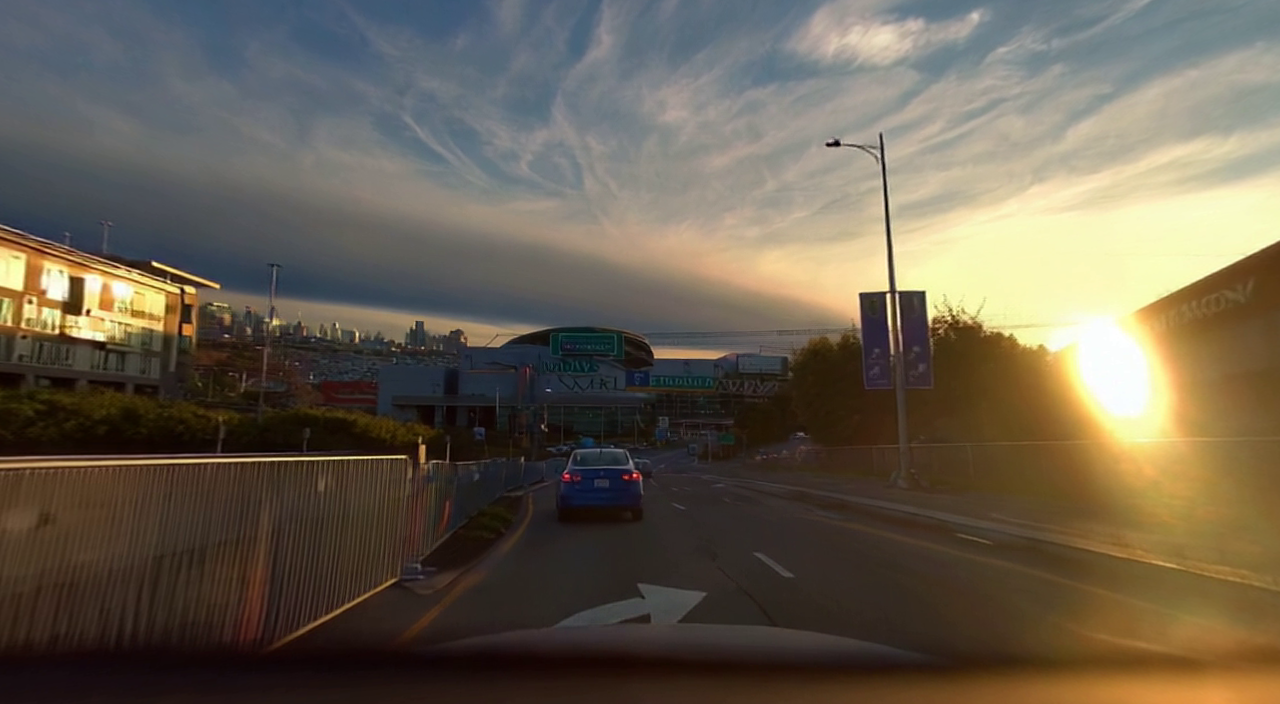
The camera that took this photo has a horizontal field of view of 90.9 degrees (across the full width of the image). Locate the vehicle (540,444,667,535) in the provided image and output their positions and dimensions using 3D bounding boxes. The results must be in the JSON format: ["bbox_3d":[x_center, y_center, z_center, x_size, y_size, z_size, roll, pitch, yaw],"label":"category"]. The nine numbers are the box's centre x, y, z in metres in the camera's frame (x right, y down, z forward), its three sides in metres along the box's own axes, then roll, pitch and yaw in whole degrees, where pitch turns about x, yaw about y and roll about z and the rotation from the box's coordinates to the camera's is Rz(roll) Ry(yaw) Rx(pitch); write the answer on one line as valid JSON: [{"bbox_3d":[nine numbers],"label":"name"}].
[{"bbox_3d":[-0.757,2.540,12.267,2.063,1.442,3.933,0,-9,-5],"label":"vehicle"}]
